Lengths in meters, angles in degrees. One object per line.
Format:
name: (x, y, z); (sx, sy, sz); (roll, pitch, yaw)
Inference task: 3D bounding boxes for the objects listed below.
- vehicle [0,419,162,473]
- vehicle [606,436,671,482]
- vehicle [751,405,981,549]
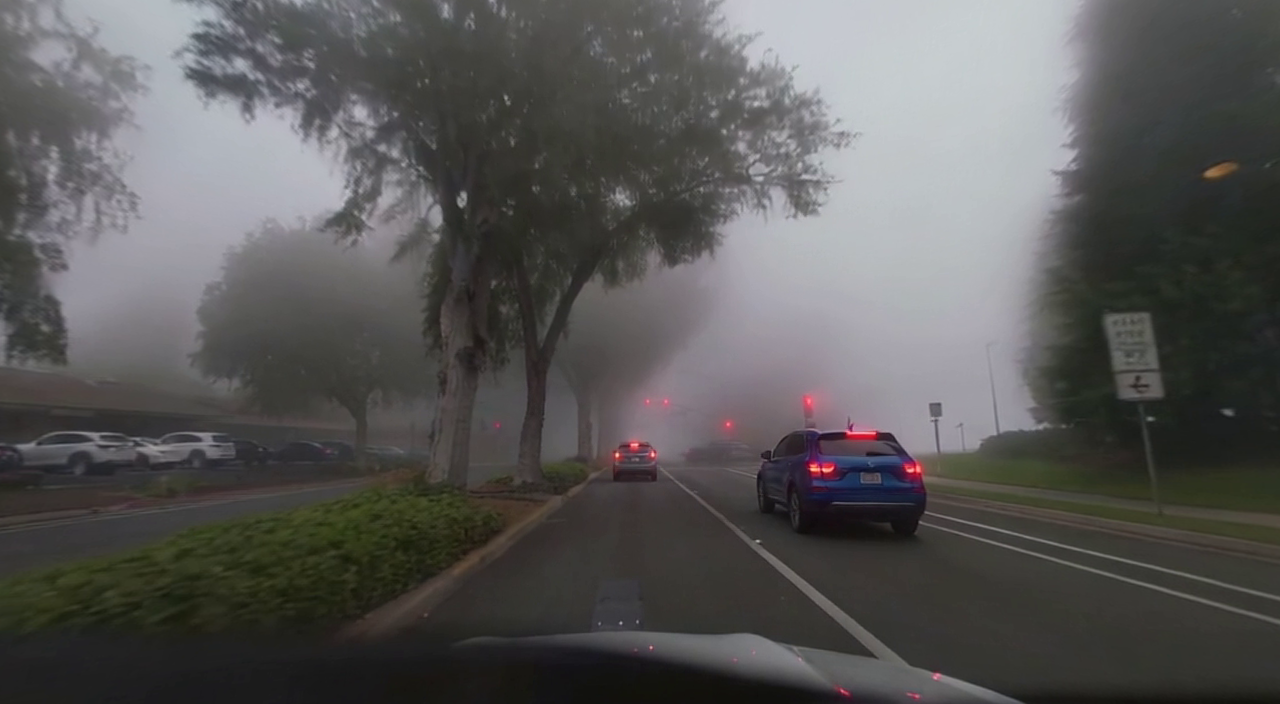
vehicle: (-23.896, 3.939, 26.230); (5.937, 1.952, 2.684); (-2, -9, 2)
vehicle: (-0.069, 3.954, 23.587); (2.177, 1.512, 4.682); (0, -9, 0)
vehicle: (3.190, 1.879, 10.074); (2.046, 1.768, 4.370); (0, -9, 0)
